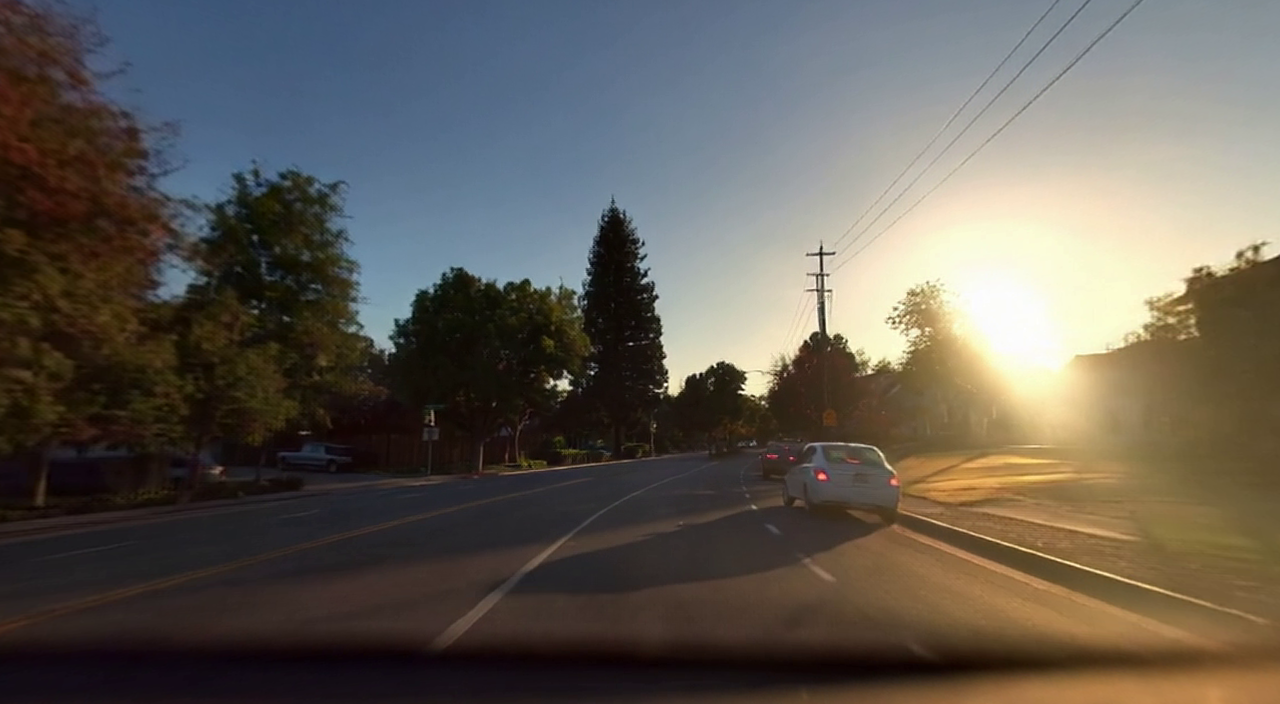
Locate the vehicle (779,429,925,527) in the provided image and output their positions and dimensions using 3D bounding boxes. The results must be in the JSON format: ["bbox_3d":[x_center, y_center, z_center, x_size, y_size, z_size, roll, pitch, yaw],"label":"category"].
[{"bbox_3d":[4.419,2.674,13.973,1.989,1.782,4.351,-1,-9,4],"label":"vehicle"}]

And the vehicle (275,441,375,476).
[{"bbox_3d":[-19.568,6.613,39.372,5.134,2.110,2.040,-1,-9,5],"label":"vehicle"}]

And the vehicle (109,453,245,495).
[{"bbox_3d":[-18.326,4.787,25.087,4.284,1.549,1.828,-2,-9,11],"label":"vehicle"}]
